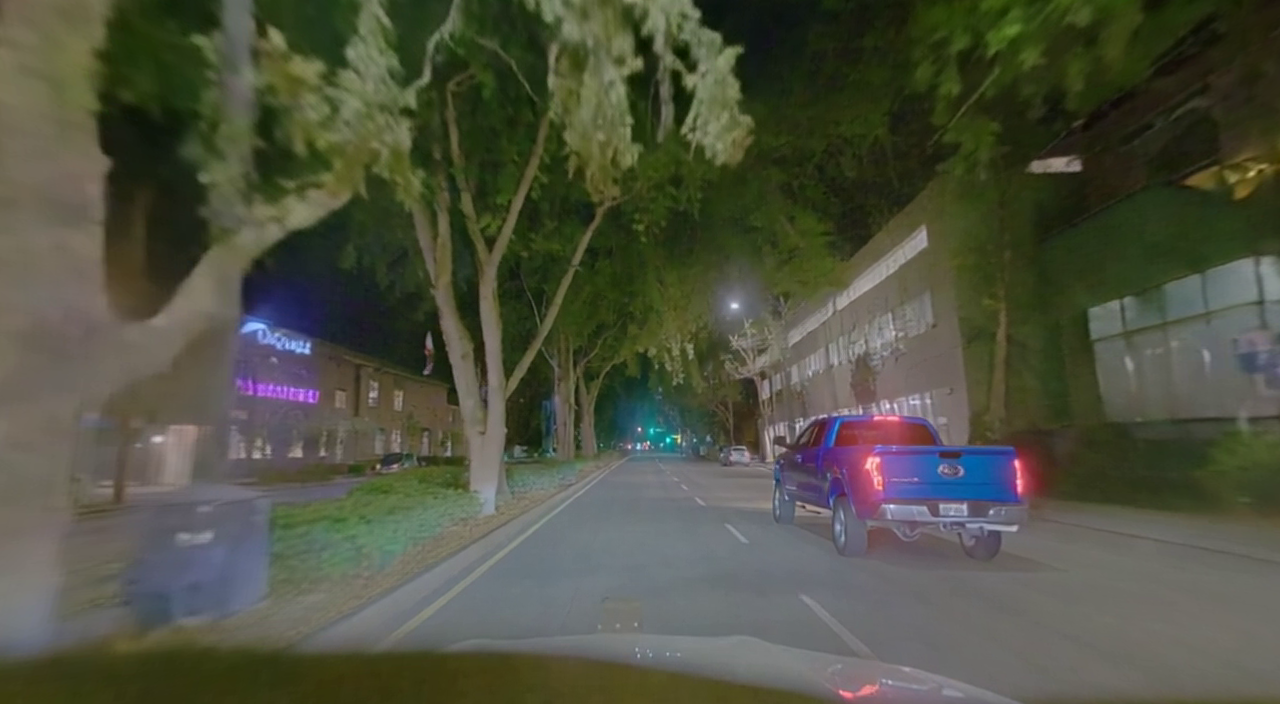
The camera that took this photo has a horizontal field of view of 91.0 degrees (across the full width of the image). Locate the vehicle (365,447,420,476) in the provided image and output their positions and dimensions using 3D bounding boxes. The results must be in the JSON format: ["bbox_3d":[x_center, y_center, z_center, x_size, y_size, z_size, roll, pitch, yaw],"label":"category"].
[{"bbox_3d":[-16.048,7.122,41.071,1.913,1.734,4.357,0,-8,-2],"label":"vehicle"}]

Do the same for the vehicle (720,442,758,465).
[{"bbox_3d":[7.270,7.468,46.516,1.863,1.588,4.670,0,-8,-3],"label":"vehicle"}]

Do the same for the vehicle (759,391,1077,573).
[{"bbox_3d":[3.325,1.707,9.124,2.085,1.828,5.383,0,-8,-1],"label":"vehicle"}]
